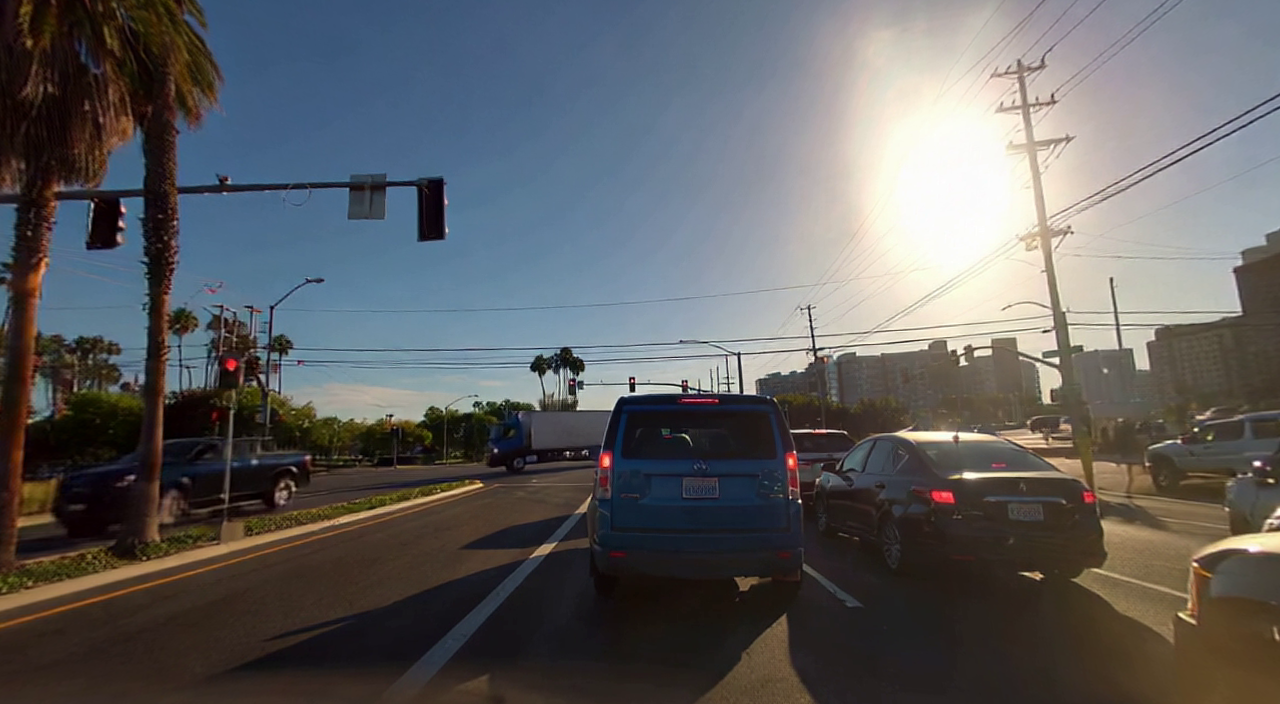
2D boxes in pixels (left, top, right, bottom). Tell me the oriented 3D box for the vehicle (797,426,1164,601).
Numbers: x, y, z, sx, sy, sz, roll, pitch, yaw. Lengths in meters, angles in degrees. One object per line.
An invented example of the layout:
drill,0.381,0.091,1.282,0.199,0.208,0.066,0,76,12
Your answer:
vehicle,3.420,1.683,7.507,1.895,1.456,4.255,0,-9,-2

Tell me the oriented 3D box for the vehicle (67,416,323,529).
vehicle,-12.256,3.342,18.167,2.230,2.653,5.869,-2,-9,12

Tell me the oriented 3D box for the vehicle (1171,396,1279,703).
vehicle,3.348,0.650,0.659,1.805,1.485,4.348,0,-9,1

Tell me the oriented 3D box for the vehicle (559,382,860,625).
vehicle,0.444,1.436,6.887,2.228,1.780,4.269,0,-9,-2
